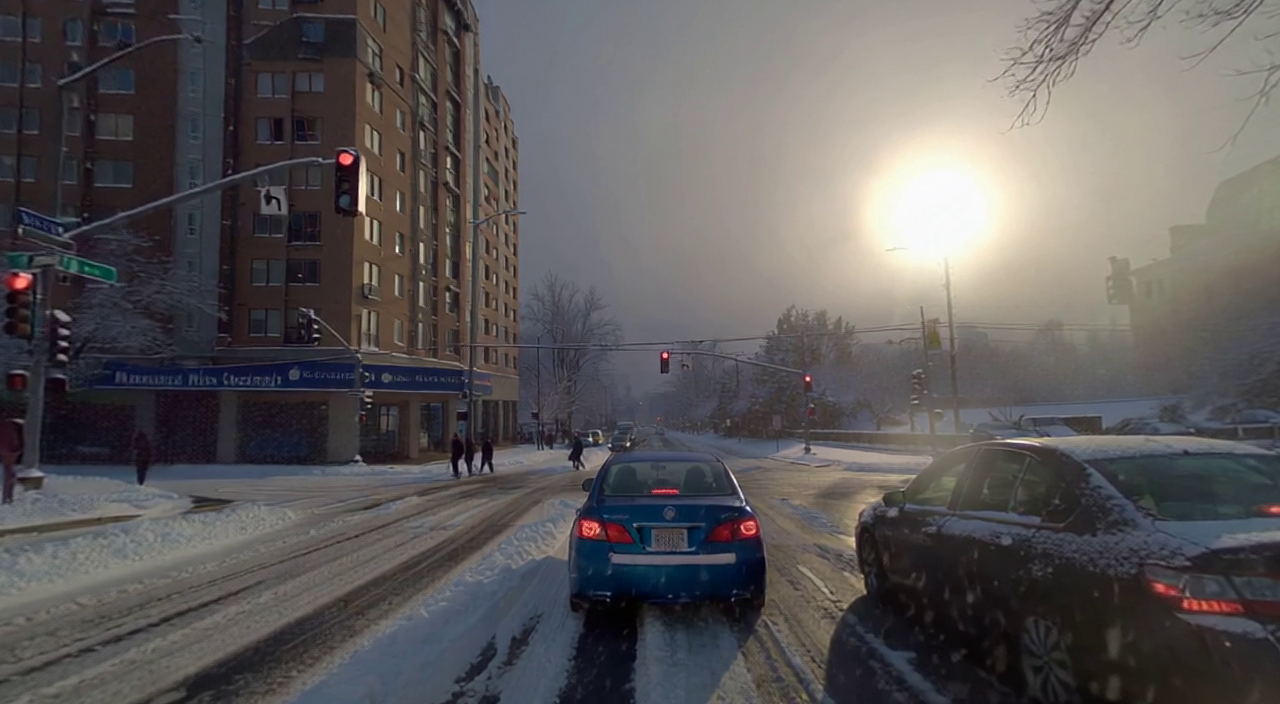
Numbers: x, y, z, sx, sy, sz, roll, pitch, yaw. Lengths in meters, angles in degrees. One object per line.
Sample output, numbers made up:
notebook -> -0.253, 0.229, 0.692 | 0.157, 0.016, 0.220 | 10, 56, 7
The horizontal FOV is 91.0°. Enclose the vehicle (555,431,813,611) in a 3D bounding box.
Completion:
vehicle -> 0.289, 1.698, 7.318 | 2.132, 1.464, 4.089 | 0, -8, -2

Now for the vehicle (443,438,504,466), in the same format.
vehicle -> -10.207, 6.172, 38.923 | 2.030, 1.596, 3.912 | -2, -9, 13

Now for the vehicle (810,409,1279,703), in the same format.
vehicle -> 2.819, 1.285, 4.550 | 1.961, 1.498, 4.356 | 0, -8, 0
